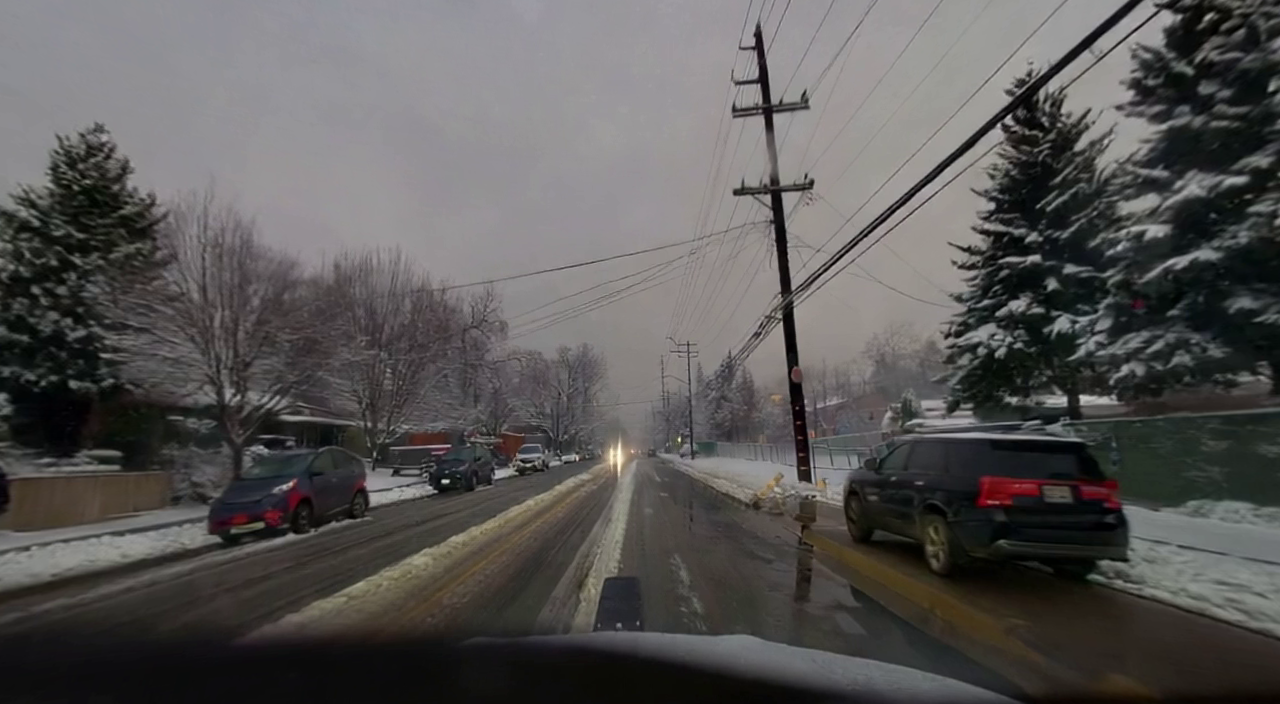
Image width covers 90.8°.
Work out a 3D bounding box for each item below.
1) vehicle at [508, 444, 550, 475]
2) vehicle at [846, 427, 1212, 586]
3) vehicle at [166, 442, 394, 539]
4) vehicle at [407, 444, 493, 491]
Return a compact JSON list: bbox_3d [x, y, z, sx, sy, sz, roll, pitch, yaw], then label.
[{"bbox_3d":[-6.710,6.547,38.565,1.932,1.743,4.079,-2,-9,-2],"label":"vehicle"},{"bbox_3d":[4.515,1.832,8.450,2.052,1.514,4.577,0,-8,1],"label":"vehicle"},{"bbox_3d":[-6.827,2.664,12.743,1.934,1.552,4.636,1,-9,-1],"label":"vehicle"},{"bbox_3d":[-7.636,4.651,25.946,2.019,1.723,4.650,0,-8,1],"label":"vehicle"}]
